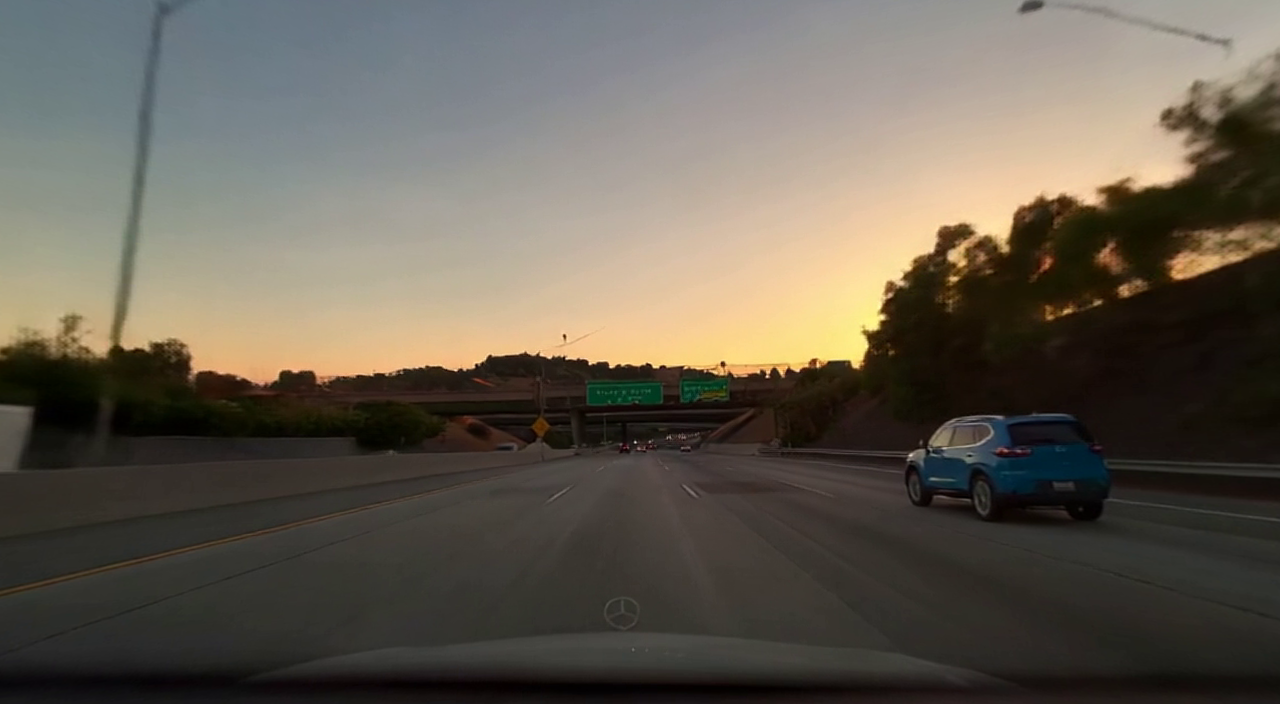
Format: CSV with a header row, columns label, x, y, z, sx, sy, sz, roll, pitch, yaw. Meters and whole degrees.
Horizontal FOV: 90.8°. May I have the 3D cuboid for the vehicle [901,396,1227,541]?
label,x,y,z,sx,sy,sz,roll,pitch,yaw
vehicle,6.568,1.875,10.688,2.222,1.899,4.595,0,-8,-1
